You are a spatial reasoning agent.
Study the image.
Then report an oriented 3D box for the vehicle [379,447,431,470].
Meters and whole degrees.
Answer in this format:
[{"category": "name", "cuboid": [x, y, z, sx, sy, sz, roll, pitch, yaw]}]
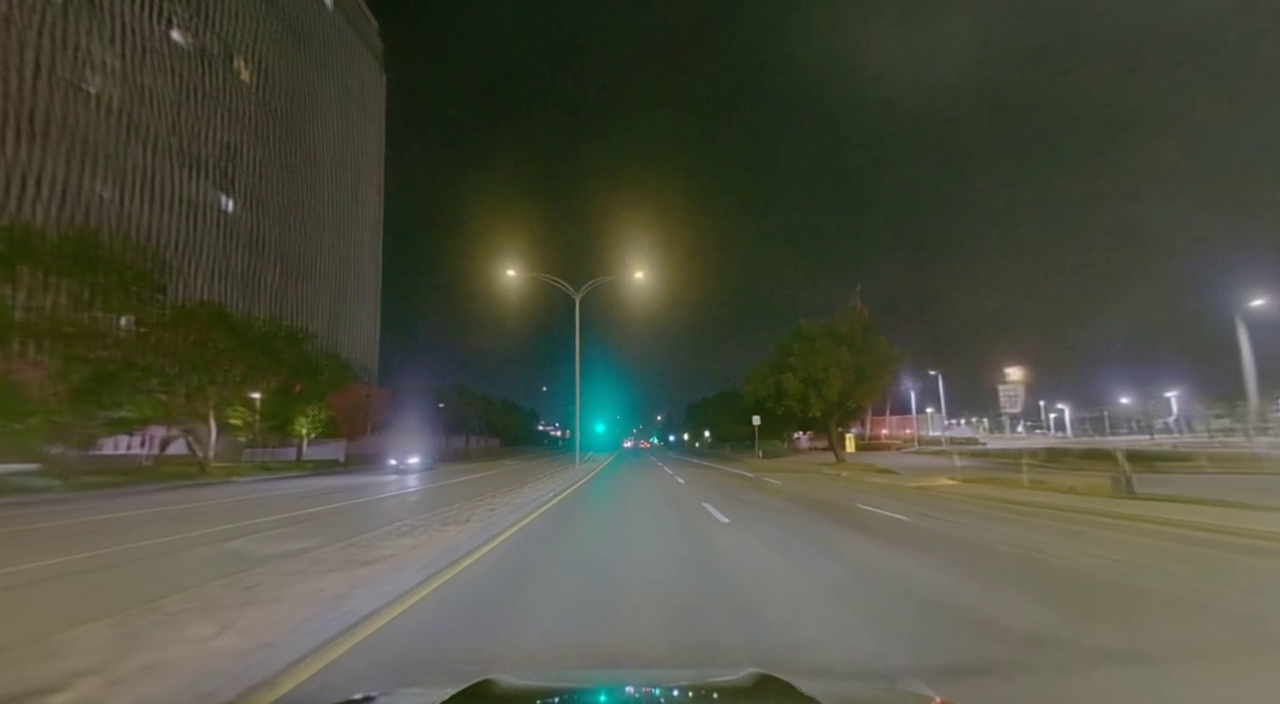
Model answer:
[{"category": "vehicle", "cuboid": [-16.126, 7.289, 43.589, 1.908, 1.492, 4.285, 0, -9, 1]}]
